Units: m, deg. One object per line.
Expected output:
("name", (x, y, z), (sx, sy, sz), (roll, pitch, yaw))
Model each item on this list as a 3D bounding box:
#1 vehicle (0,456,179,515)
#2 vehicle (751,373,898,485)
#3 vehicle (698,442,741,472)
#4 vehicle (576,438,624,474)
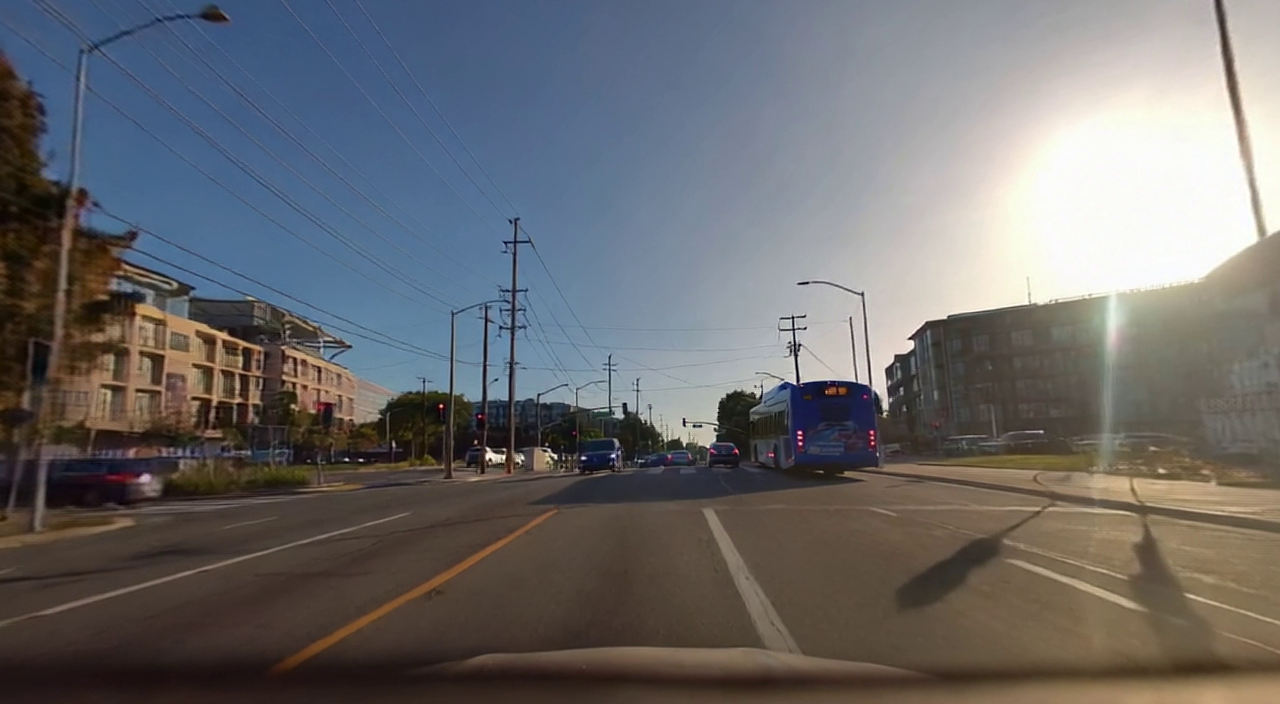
("vehicle", (-16.385, 3.825, 18.281), (4.420, 1.544, 2.018), (0, -9, -2))
("vehicle", (6.831, 3.314, 25.970), (3.045, 3.447, 12.604), (-1, -9, 4))
("vehicle", (4.269, 5.677, 34.342), (1.961, 1.470, 4.196), (-1, -8, 3))
("vehicle", (-2.082, 5.610, 34.180), (2.015, 1.818, 4.061), (-1, -9, 5))
